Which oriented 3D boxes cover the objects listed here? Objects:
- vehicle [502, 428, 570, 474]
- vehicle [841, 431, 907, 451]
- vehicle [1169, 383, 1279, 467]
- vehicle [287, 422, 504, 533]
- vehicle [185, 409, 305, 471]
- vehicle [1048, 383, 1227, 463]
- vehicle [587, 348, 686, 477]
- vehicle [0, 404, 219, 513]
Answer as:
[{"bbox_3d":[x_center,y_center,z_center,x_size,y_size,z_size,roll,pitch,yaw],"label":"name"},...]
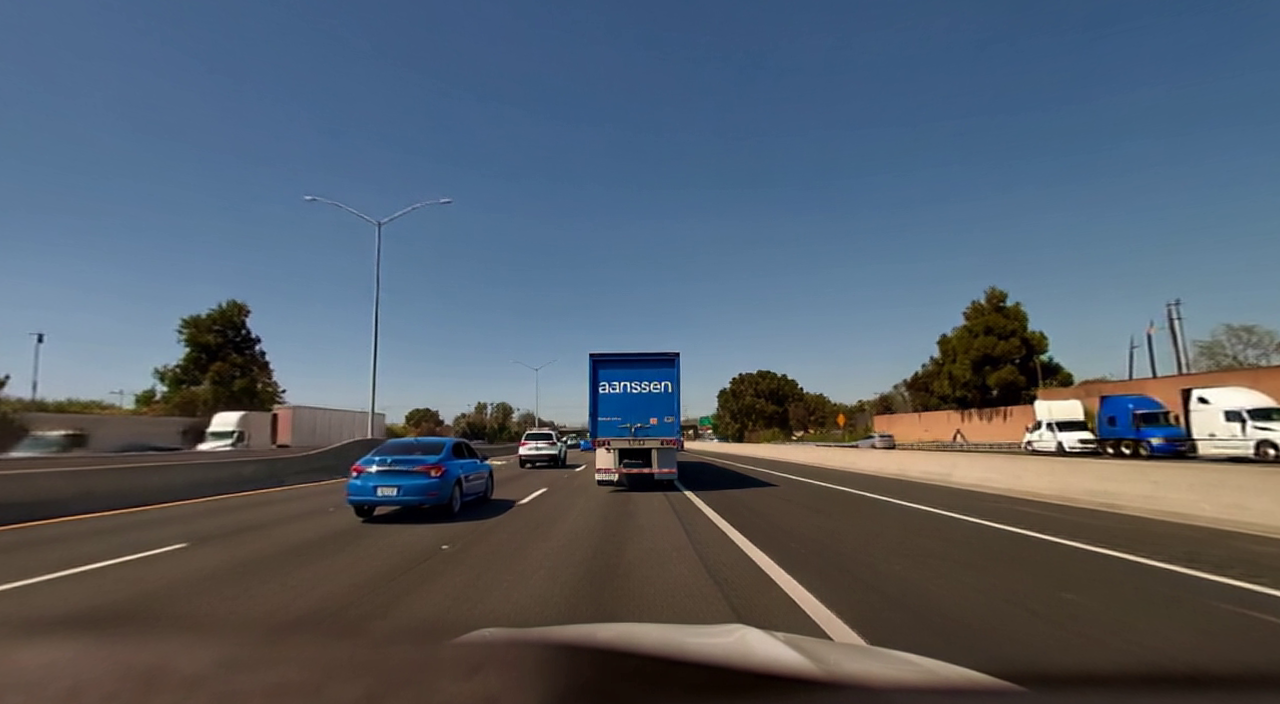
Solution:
[{"bbox_3d":[-3.875,3.746,24.083,1.946,1.599,4.073,0,-8,0],"label":"vehicle"},{"bbox_3d":[18.204,6.935,49.073,2.017,1.489,4.324,6,-10,-38],"label":"vehicle"},{"bbox_3d":[19.494,2.387,20.512,1.658,2.523,2.851,0,-8,-4],"label":"vehicle"},{"bbox_3d":[-3.823,2.014,10.819,1.964,1.507,4.361,0,-8,0],"label":"vehicle"},{"bbox_3d":[-22.542,5.090,36.401,2.378,3.231,6.822,0,-8,1],"label":"vehicle"},{"bbox_3d":[18.888,2.801,24.367,2.432,2.753,5.388,0,-8,1],"label":"vehicle"},{"bbox_3d":[-0.213,2.680,25.968,3.171,4.204,11.036,0,-8,-1],"label":"vehicle"},{"bbox_3d":[-15.509,2.883,17.761,2.344,2.444,7.023,0,-8,0],"label":"vehicle"}]
